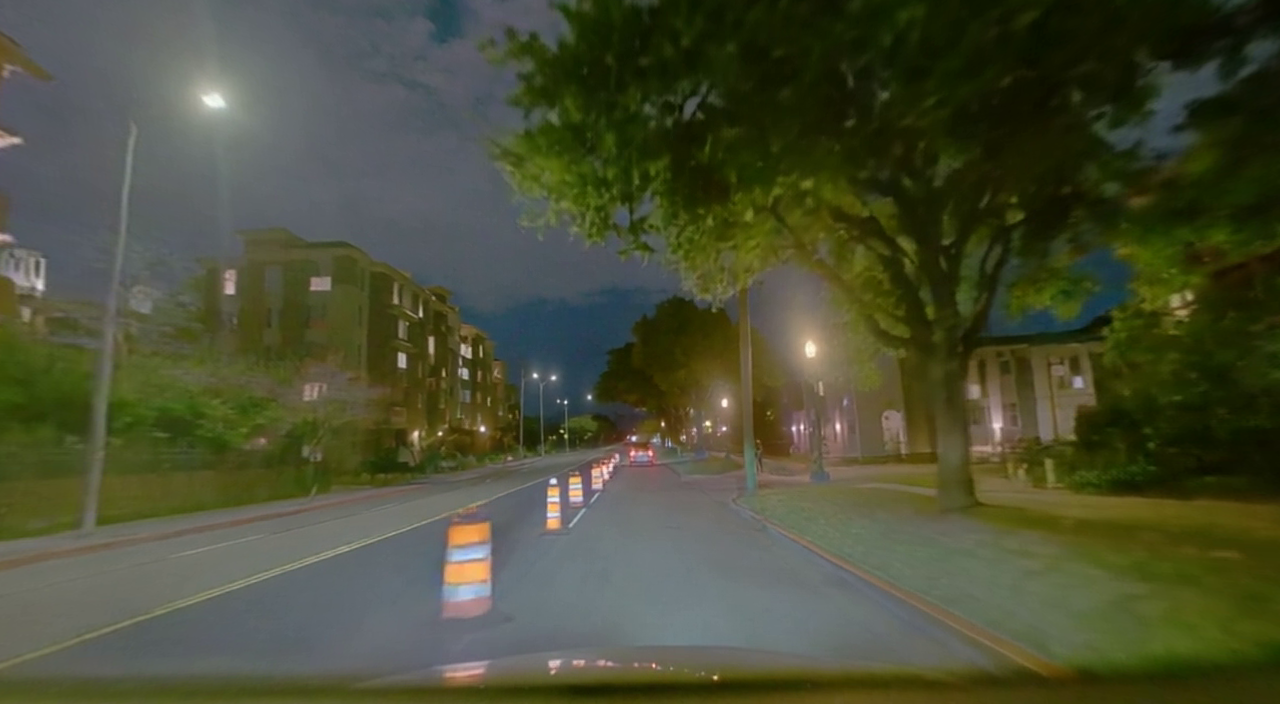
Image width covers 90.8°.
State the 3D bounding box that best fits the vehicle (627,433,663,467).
[{"bbox_3d":[0.244,6.242,40.195,2.169,2.015,5.206,0,-9,-1],"label":"vehicle"}]
